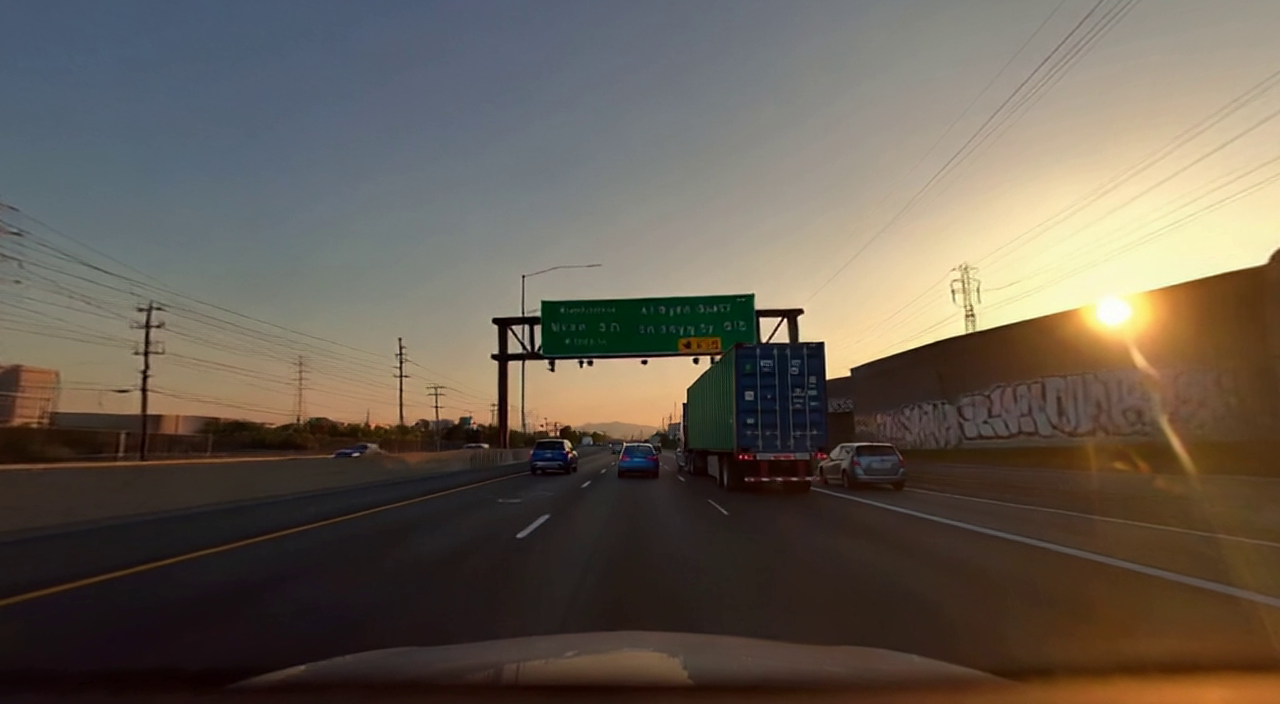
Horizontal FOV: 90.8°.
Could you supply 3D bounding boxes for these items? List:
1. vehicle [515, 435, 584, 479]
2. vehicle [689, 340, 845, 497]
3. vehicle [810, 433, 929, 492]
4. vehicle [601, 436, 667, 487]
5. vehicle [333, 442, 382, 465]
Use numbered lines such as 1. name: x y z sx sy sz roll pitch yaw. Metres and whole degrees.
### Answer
1. vehicle: -3.940 4.696 28.391 2.264 1.804 4.584 0 -9 2
2. vehicle: 3.753 2.688 22.899 2.800 4.039 13.179 0 -9 -1
3. vehicle: 7.398 3.616 21.005 2.202 1.731 4.628 0 -9 0
4. vehicle: -0.198 3.959 23.159 2.191 1.685 4.015 0 -9 0
5. vehicle: -21.846 7.876 49.029 1.869 1.663 4.408 0 -9 -1
